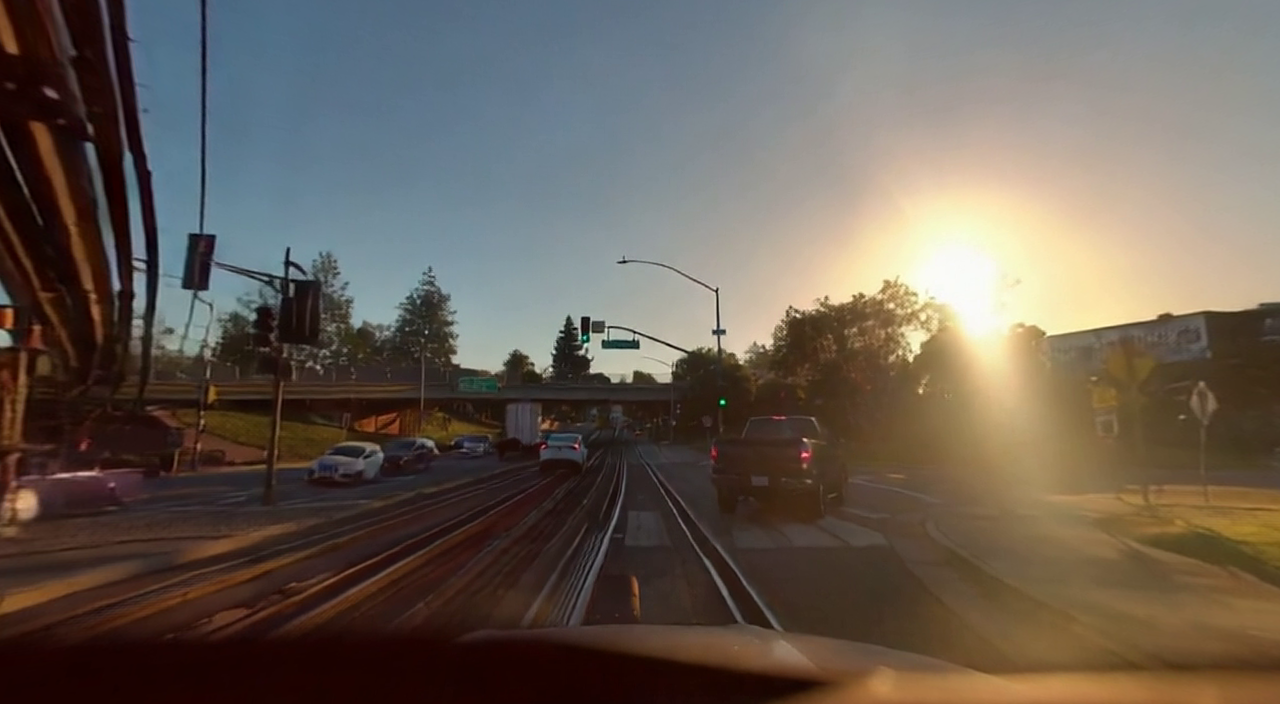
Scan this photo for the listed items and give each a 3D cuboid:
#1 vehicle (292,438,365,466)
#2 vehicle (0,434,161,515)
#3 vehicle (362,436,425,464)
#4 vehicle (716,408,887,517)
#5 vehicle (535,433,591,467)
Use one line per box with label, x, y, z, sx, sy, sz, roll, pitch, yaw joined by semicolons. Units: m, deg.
vehicle;-17.687;5.658;36.114;1.908;1.482;4.621;0;-8;-1
vehicle;-12.922;2.499;13.369;2.027;1.482;4.711;0;-8;-2
vehicle;-13.919;5.542;35.923;1.864;1.456;4.409;0;-8;-1
vehicle;3.828;2.352;14.158;2.404;1.926;5.251;-4;-9;28
vehicle;-3.577;4.633;30.207;2.004;1.482;4.799;0;-8;1
